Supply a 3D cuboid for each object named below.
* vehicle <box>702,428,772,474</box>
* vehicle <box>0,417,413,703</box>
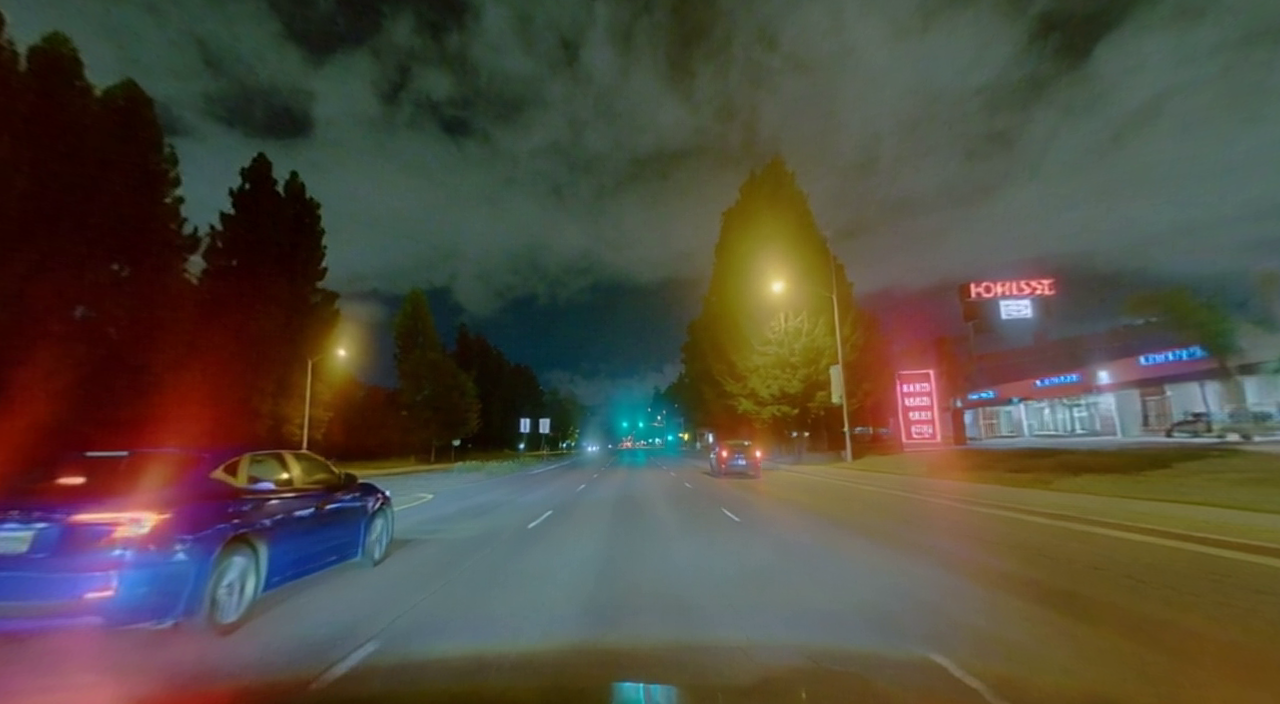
[{"bbox_3d":[4.566,4.804,30.761,2.476,2.016,5.586,0,-8,0],"label":"vehicle"},{"bbox_3d":[-3.702,1.386,5.387,2.017,1.470,4.293,0,-8,-1],"label":"vehicle"}]
